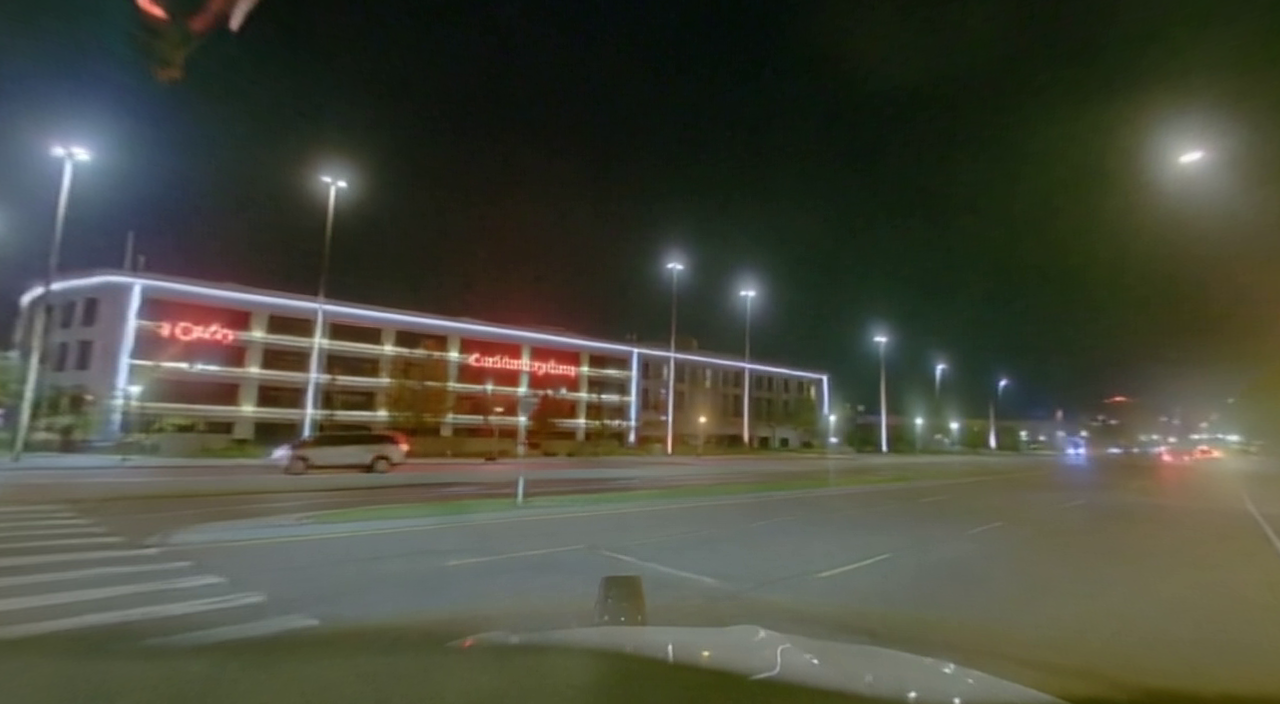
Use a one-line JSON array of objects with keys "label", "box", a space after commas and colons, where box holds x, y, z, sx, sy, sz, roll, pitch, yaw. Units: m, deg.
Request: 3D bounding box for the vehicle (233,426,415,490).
[{"label": "vehicle", "box": [-10.015, 3.370, 20.199, 2.030, 1.775, 4.713, -8, -12, 42]}]

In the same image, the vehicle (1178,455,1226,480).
[{"label": "vehicle", "box": [36.679, 7.486, 40.930, 2.055, 1.503, 4.632, -8, -12, 42]}]
